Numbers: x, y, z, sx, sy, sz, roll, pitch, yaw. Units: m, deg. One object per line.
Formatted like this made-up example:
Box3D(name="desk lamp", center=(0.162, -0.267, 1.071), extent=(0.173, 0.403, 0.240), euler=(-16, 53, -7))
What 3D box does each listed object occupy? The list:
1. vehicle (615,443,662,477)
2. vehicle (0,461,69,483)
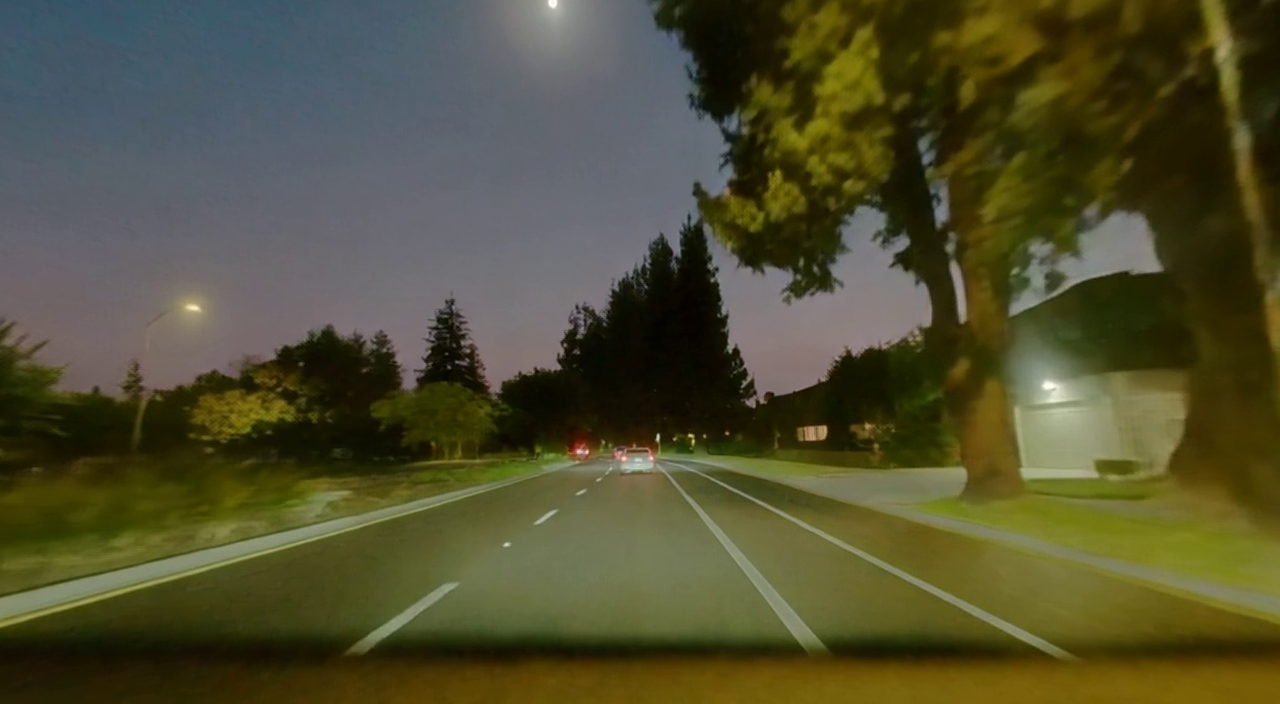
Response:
Box3D(name="vehicle", center=(-0.099, 4.949, 29.078), extent=(2.009, 1.456, 4.003), euler=(0, -8, -1))
Box3D(name="vehicle", center=(-48.179, 9.415, 49.606), extent=(4.624, 1.528, 1.829), euler=(7, -10, -41))
